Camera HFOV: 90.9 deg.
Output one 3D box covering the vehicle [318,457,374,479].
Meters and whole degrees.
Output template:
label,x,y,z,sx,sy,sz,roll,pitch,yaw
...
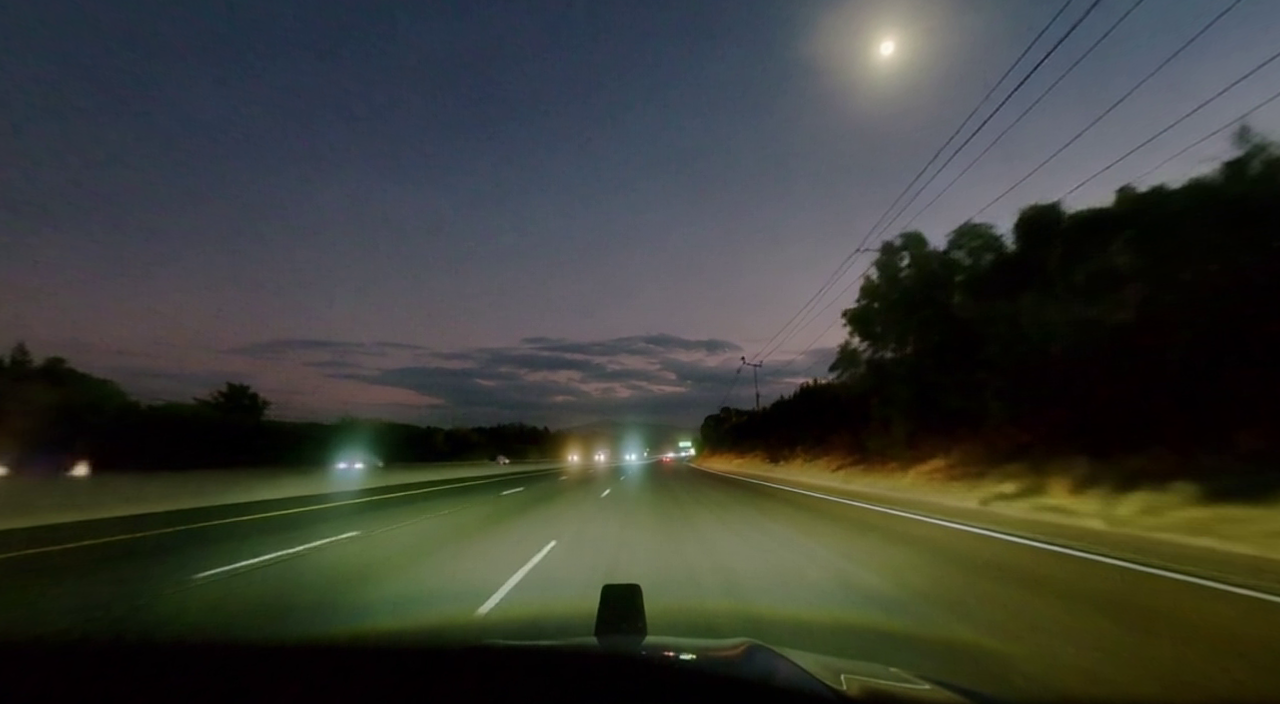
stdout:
label,x,y,z,sx,sy,sz,roll,pitch,yaw
vehicle,-21.547,8.517,46.383,1.824,1.485,4.647,0,-9,1
